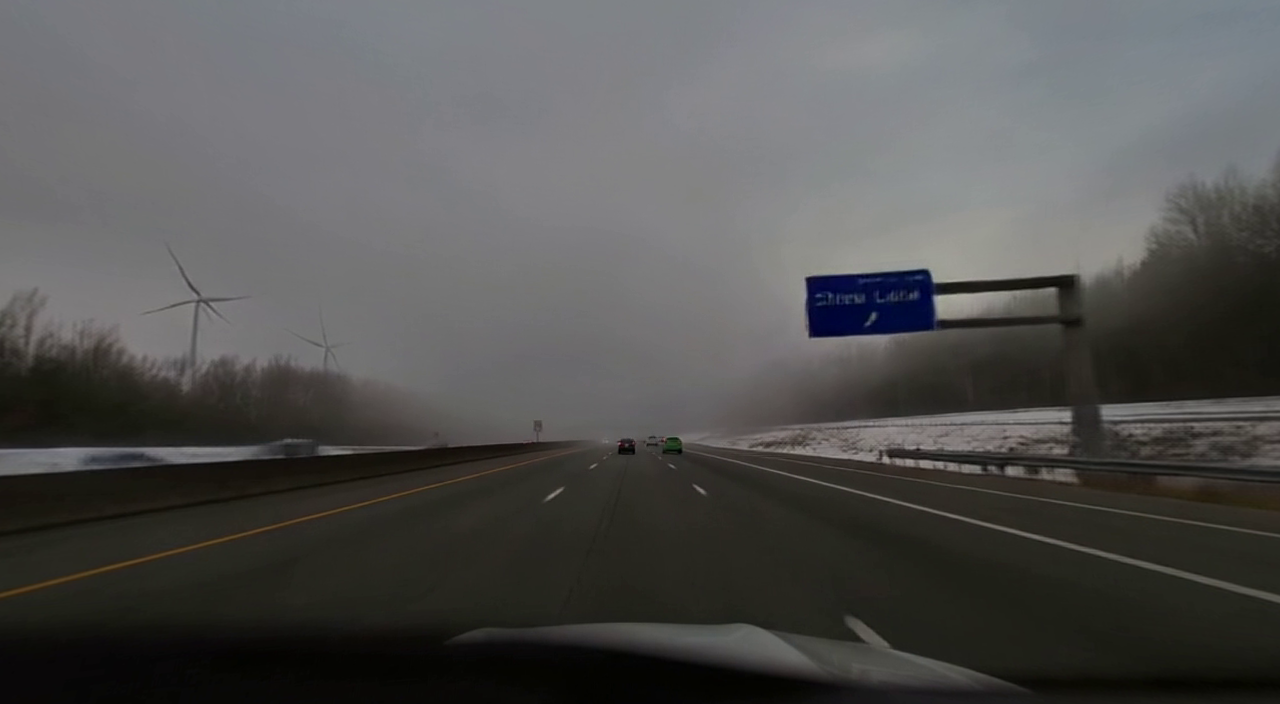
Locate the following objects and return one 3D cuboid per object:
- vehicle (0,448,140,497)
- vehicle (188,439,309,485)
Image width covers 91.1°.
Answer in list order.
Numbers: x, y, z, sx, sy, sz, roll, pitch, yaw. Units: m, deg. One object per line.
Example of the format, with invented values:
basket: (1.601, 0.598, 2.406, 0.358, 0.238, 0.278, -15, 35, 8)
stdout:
vehicle: (-20.099, 4.139, 22.038, 1.767, 1.465, 4.074, 0, -8, -1)
vehicle: (-14.455, 4.039, 23.563, 1.862, 1.506, 4.301, 0, -8, -2)
